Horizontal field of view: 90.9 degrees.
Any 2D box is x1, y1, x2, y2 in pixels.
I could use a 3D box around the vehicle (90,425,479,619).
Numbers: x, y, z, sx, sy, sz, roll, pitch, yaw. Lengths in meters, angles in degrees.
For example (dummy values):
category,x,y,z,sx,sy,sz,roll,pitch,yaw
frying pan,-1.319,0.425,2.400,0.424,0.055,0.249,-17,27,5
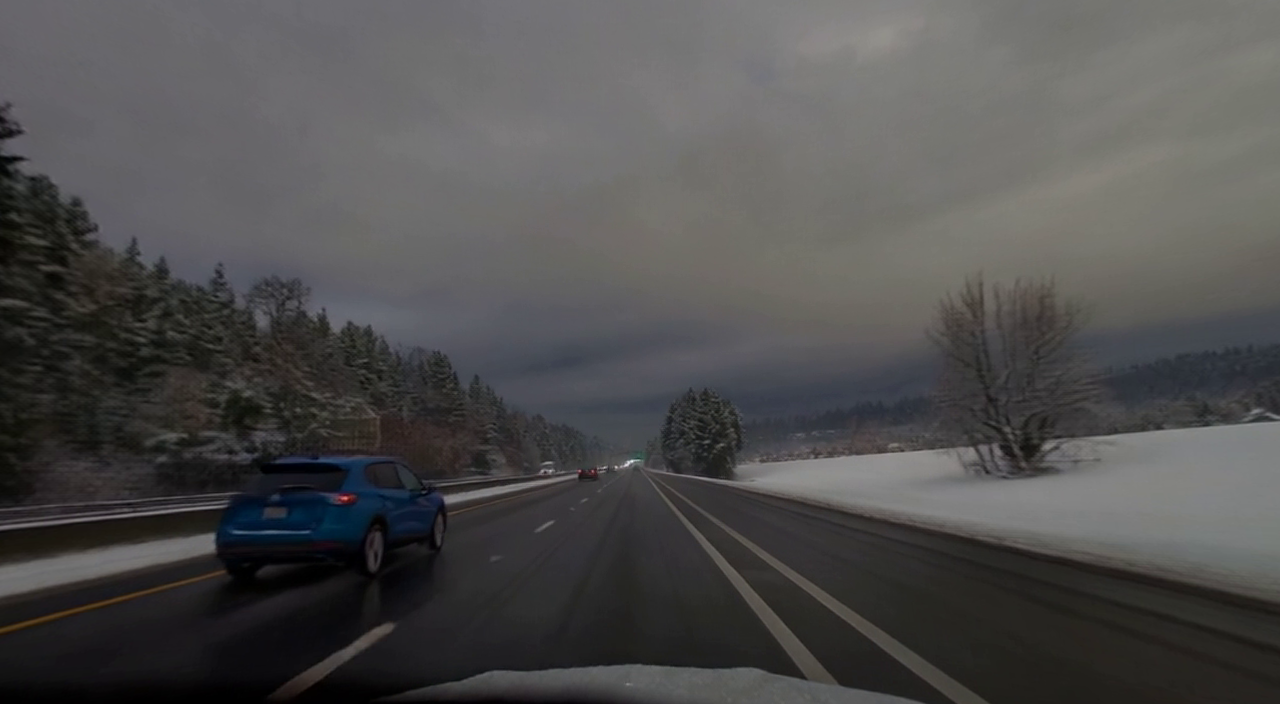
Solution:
category,x,y,z,sx,sy,sz,roll,pitch,yaw
vehicle,-3.746,1.927,7.981,2.123,1.666,4.709,1,-10,0
